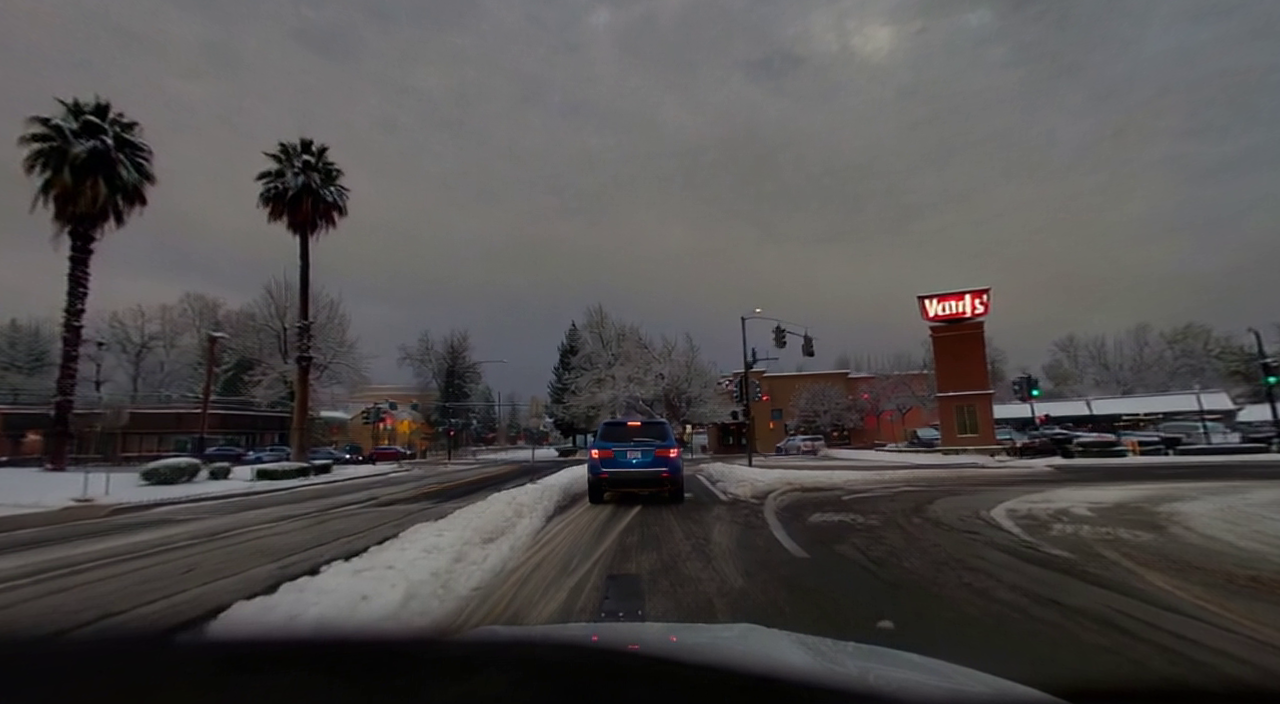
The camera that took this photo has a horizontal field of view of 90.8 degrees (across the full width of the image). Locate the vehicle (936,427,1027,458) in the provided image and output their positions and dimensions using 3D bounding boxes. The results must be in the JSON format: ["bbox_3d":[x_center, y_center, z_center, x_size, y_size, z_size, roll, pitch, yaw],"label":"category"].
[{"bbox_3d":[21.625,5.752,40.072,4.852,1.847,1.983,-5,-10,32],"label":"vehicle"}]

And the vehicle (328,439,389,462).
[{"bbox_3d":[-22.095,7.699,49.531,4.790,1.687,1.969,-6,-10,33],"label":"vehicle"}]

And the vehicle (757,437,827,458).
[{"bbox_3d":[11.196,7.054,46.715,4.665,1.467,1.833,-6,-10,34],"label":"vehicle"}]

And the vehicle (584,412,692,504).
[{"bbox_3d":[-0.007,2.571,15.711,2.263,1.932,4.709,0,-8,1],"label":"vehicle"}]

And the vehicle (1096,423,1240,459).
[{"bbox_3d":[28.981,4.927,34.987,5.809,1.839,1.957,-6,-10,34],"label":"vehicle"}]

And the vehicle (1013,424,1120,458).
[{"bbox_3d":[23.315,4.900,34.719,4.641,1.778,1.958,-5,-10,32],"label":"vehicle"}]
